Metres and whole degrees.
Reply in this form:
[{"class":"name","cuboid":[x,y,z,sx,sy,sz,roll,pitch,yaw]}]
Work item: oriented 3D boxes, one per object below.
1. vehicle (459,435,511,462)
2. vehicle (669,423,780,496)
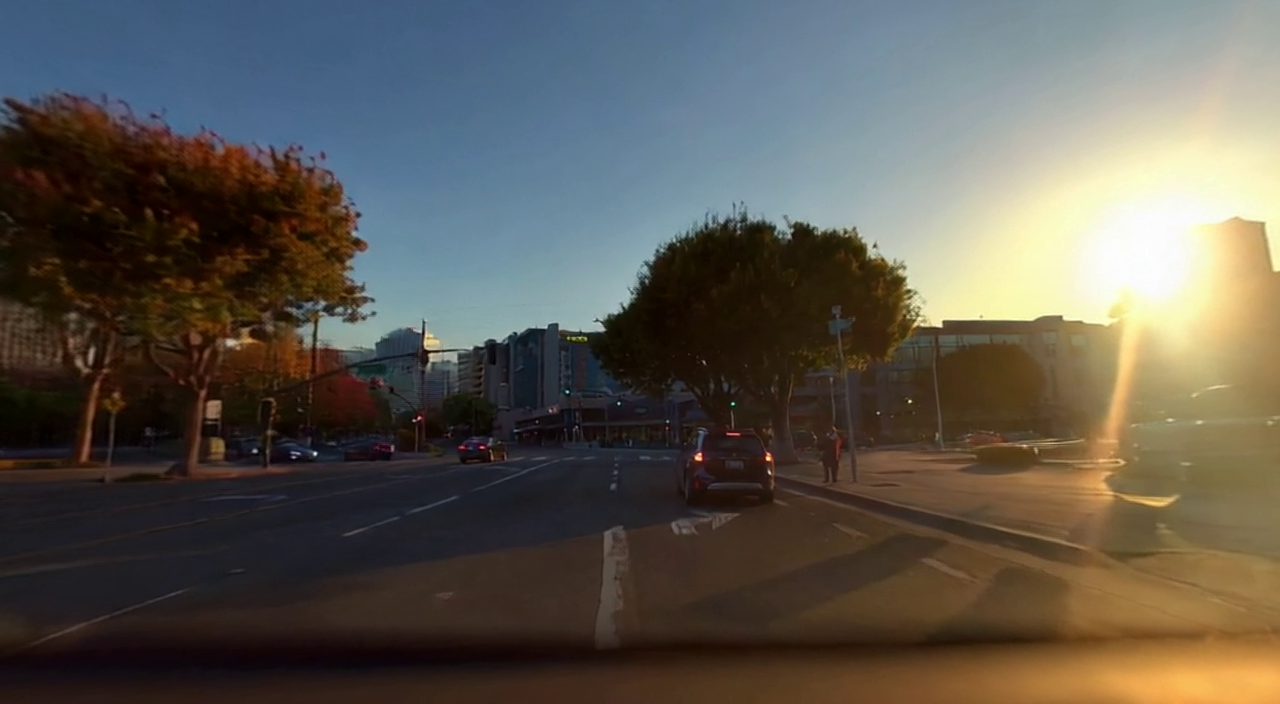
[{"class":"vehicle","cuboid":[-8.934,5.596,36.746,1.924,1.458,4.448,0,-8,-1]},{"class":"vehicle","cuboid":[2.065,2.806,16.870,2.230,1.683,4.204,0,-8,-2]}]
